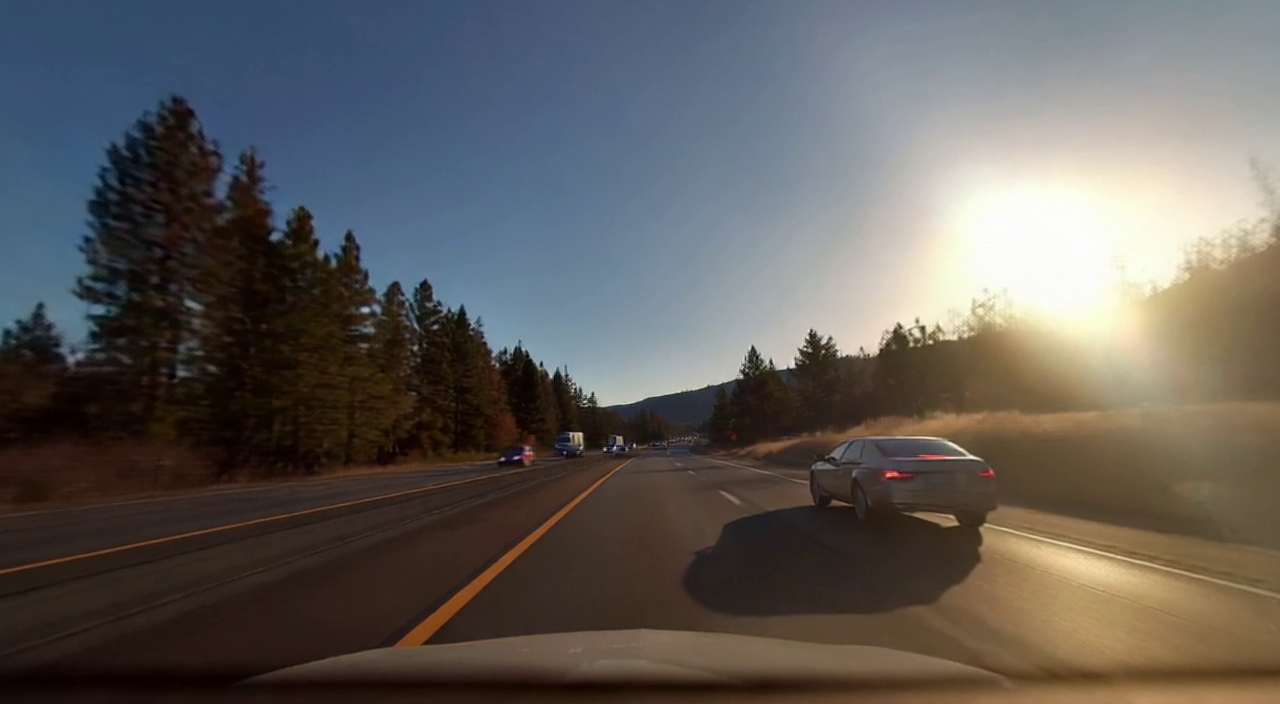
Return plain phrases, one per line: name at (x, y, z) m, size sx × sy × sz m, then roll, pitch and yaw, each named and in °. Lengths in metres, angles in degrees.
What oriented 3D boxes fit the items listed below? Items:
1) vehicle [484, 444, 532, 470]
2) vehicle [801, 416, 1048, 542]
vehicle at (-8.725, 6.982, 42.040) m, size 2.062 × 1.597 × 4.608 m, roll 0°, pitch -8°, yaw 1°
vehicle at (4.533, 2.106, 11.146) m, size 2.098 × 1.703 × 4.862 m, roll 0°, pitch -8°, yaw 0°
